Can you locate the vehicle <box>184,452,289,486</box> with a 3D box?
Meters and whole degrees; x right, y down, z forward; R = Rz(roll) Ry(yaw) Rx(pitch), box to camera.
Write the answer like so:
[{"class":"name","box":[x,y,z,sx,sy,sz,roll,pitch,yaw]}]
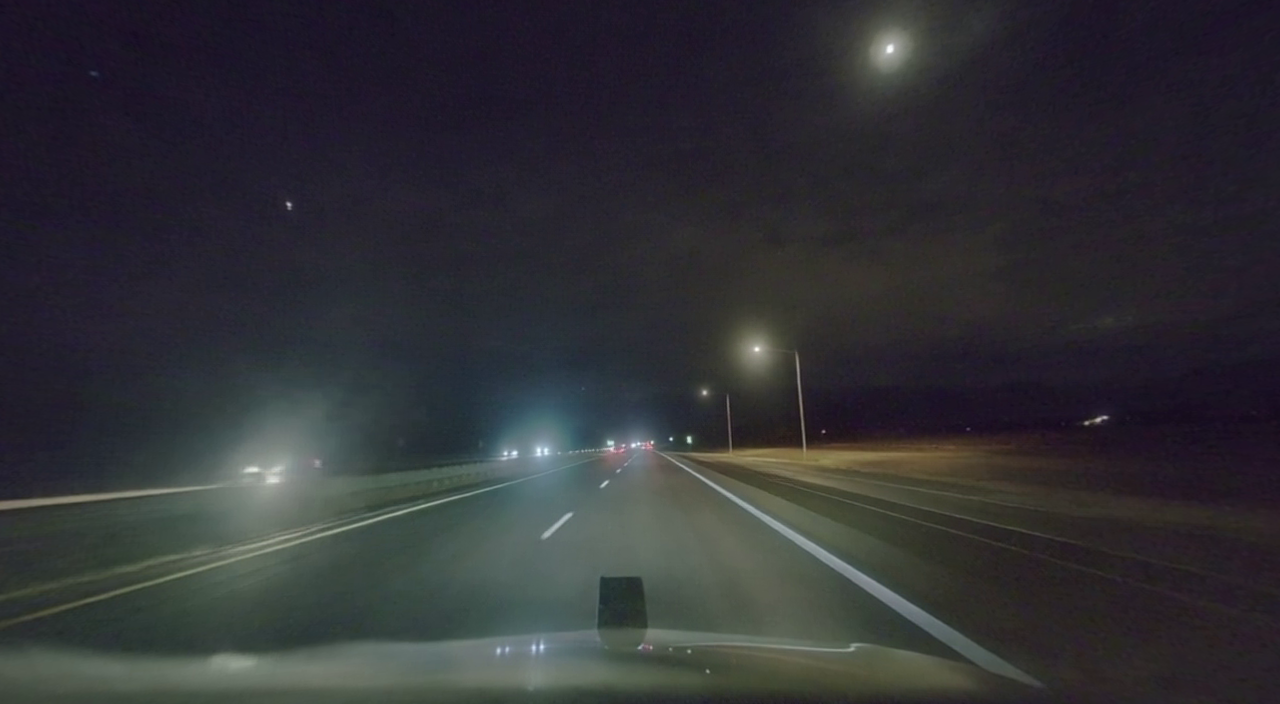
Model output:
[{"class":"vehicle","box":[-19.183,5.560,30.261,1.945,1.447,4.528,0,-8,1]}]
